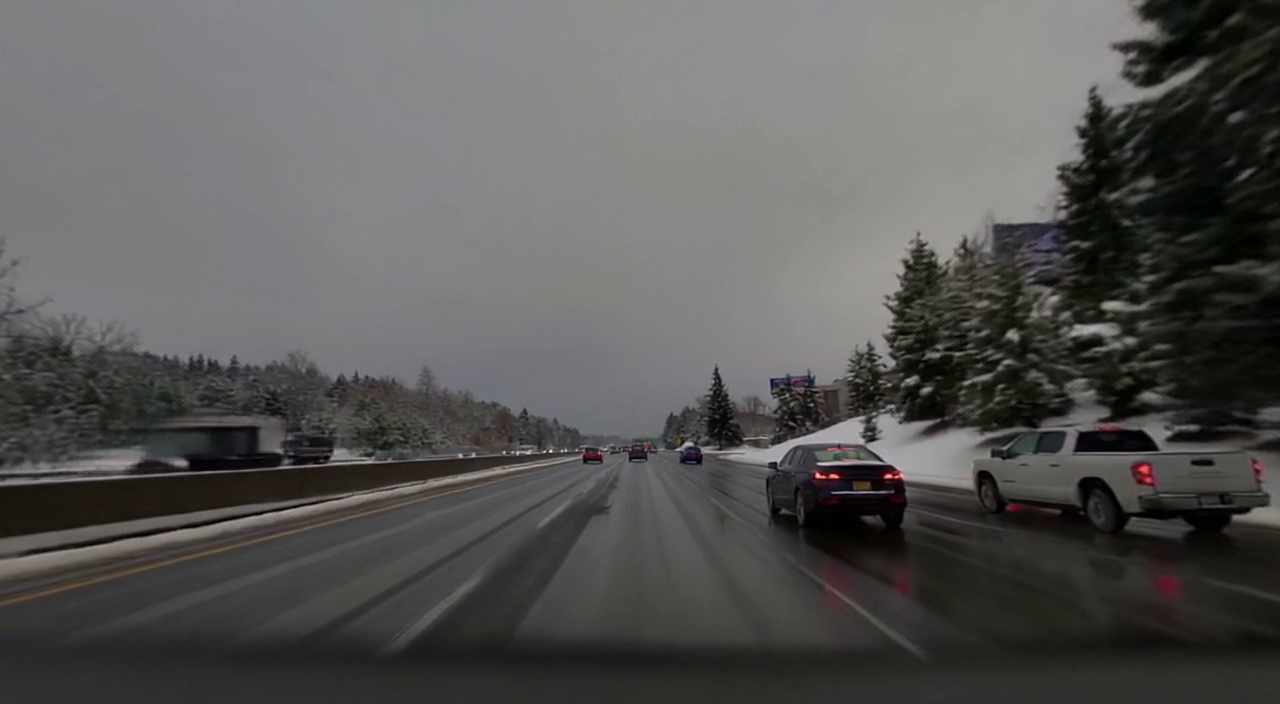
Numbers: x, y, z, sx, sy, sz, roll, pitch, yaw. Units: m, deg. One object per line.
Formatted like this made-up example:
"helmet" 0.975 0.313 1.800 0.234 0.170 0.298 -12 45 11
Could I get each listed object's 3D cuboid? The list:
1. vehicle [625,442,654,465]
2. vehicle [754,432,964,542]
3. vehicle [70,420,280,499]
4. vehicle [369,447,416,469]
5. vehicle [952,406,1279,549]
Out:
"vehicle" -0.103 7.896 49.107 2.191 1.685 4.015 0 -9 -1
"vehicle" 3.472 2.225 11.111 1.987 1.509 4.512 0 -9 -1
"vehicle" -14.499 3.406 20.362 2.438 2.164 5.666 0 -9 0
"vehicle" -18.136 7.770 46.506 1.835 1.592 4.076 0 -9 0
"vehicle" 7.542 1.955 10.469 2.176 1.793 4.841 0 -9 -1
